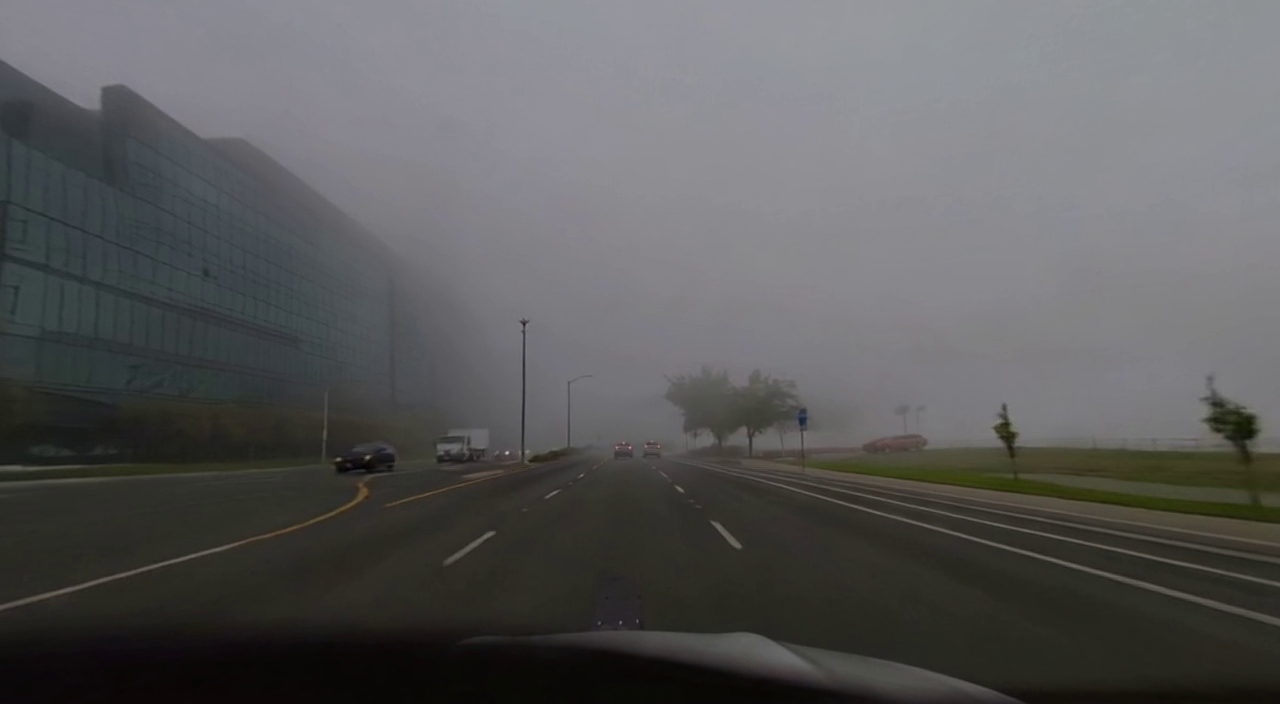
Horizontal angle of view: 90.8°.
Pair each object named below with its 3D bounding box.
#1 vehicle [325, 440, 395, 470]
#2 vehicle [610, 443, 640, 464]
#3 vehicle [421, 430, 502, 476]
[{"bbox_3d":[-15.952,5.887,36.317,1.975,1.596,4.555,0,-8,-1],"label":"vehicle"},{"bbox_3d":[-1.086,7.388,45.999,2.080,1.445,4.096,0,-8,-2],"label":"vehicle"},{"bbox_3d":[-8.675,4.931,31.347,2.631,1.990,5.787,2,-8,-4],"label":"vehicle"}]
